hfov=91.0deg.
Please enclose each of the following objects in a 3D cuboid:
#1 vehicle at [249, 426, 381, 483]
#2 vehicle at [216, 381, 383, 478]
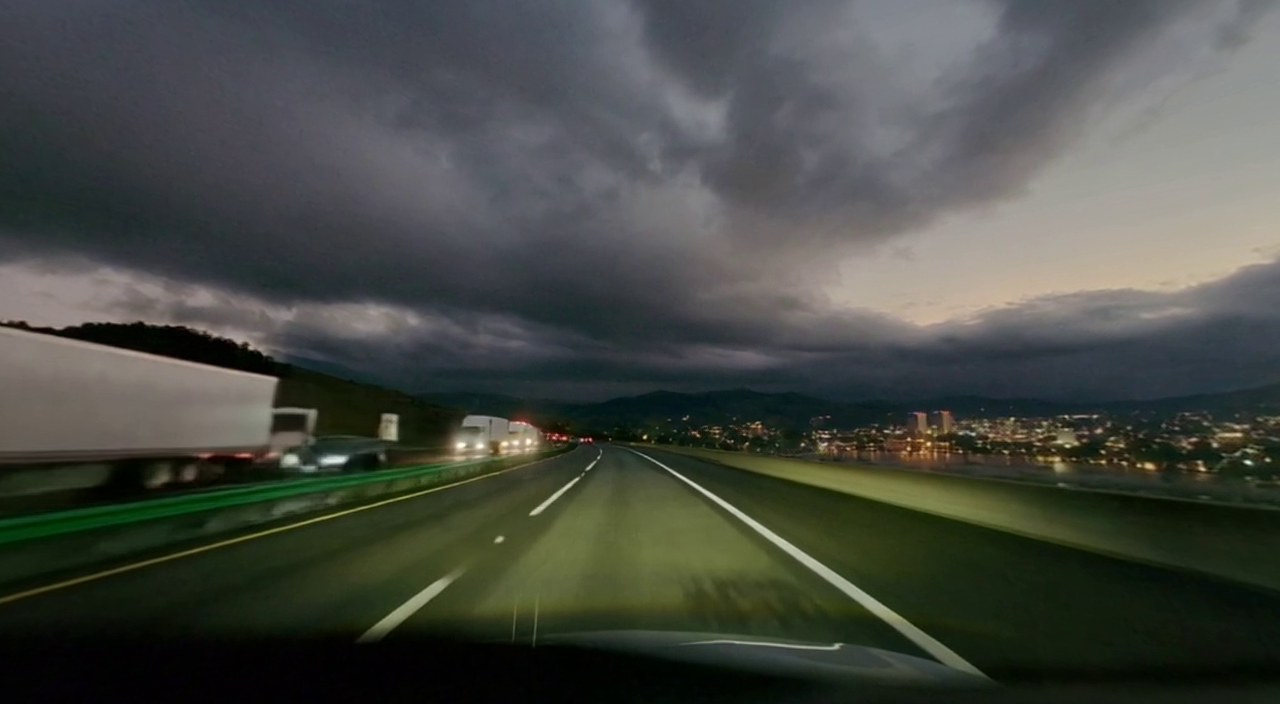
[{"bbox_3d":[-10.757,3.416,21.296,2.069,1.675,4.648,0,-8,-2],"label":"vehicle"},{"bbox_3d":[-15.052,3.641,28.954,2.955,3.745,8.712,0,-8,-1],"label":"vehicle"}]
